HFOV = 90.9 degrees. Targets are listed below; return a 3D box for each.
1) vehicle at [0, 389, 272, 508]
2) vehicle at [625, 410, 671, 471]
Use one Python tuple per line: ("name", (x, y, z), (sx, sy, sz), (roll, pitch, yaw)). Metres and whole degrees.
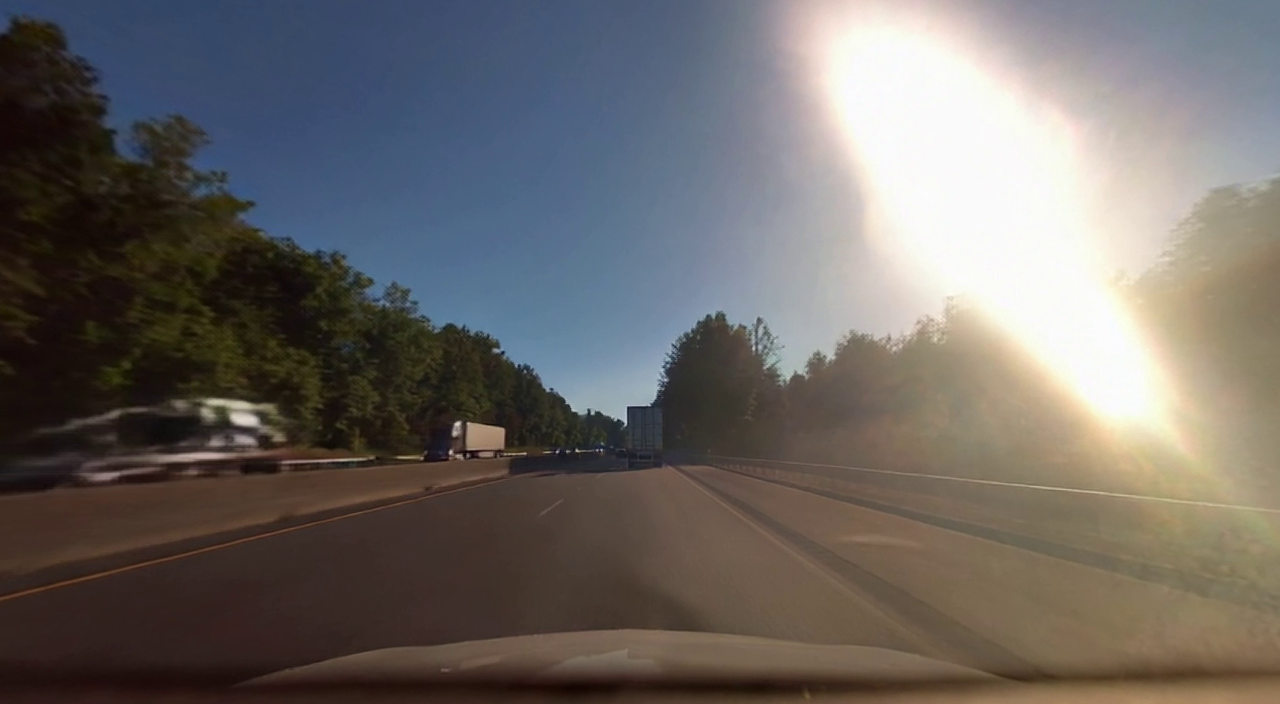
("vehicle", (-12.759, 2.524, 16.615), (2.282, 2.547, 5.989), (0, -9, 1))
("vehicle", (0.486, 6.586, 46.638), (3.024, 3.965, 10.399), (0, -9, -1))
